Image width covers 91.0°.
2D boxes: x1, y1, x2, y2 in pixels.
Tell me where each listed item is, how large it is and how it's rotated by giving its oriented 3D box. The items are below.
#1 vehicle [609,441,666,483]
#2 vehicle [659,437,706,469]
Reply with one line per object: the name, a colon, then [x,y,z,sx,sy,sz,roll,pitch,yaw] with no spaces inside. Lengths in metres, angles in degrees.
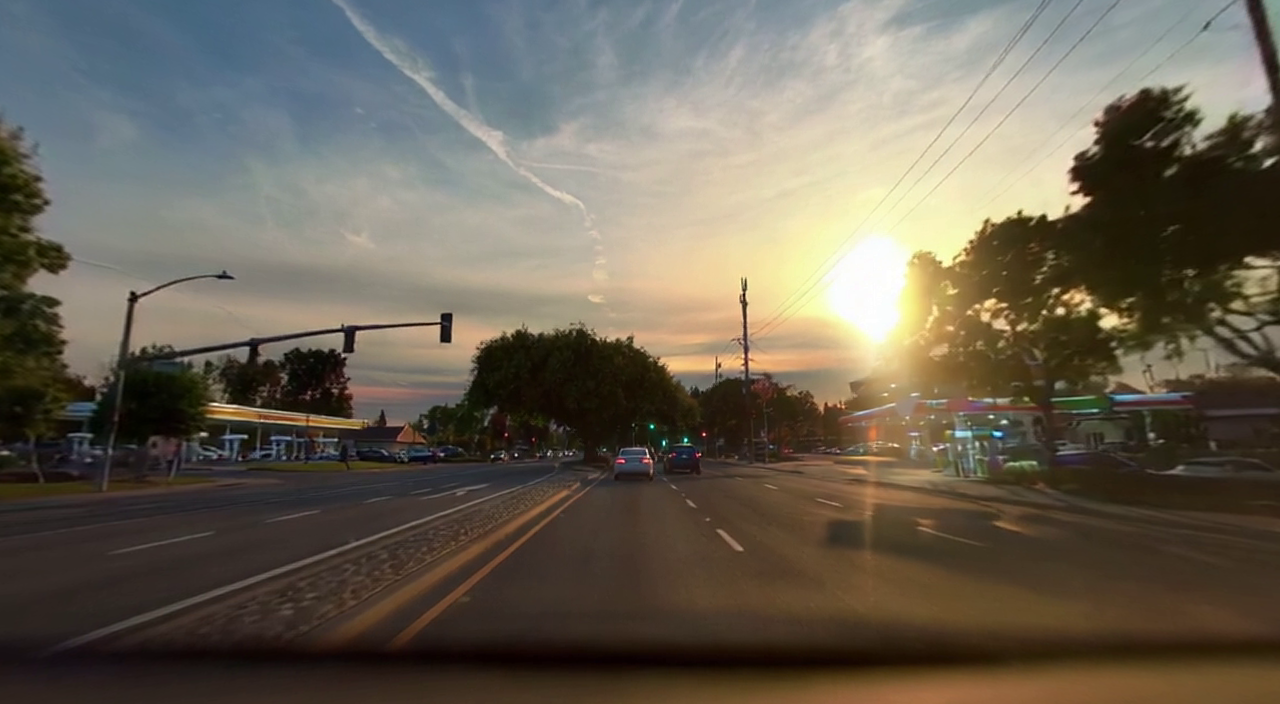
vehicle: [-0.123,4.419,25.547,2.145,1.572,4.021,0,-9,-1]
vehicle: [2.887,7.084,44.280,2.731,2.101,6.047,1,-9,-2]
